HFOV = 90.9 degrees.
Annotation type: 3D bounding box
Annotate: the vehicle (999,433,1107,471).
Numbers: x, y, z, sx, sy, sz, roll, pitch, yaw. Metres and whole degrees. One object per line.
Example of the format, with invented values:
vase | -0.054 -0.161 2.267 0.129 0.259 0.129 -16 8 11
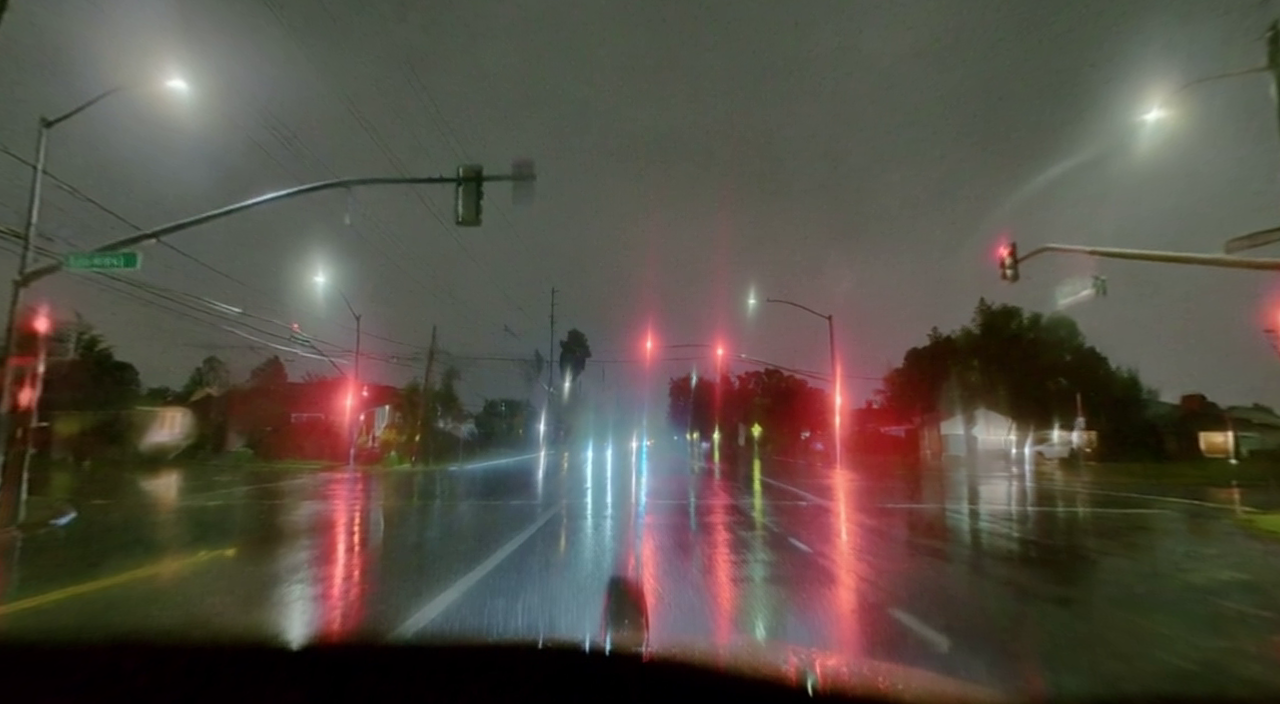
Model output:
vehicle | 22.885 5.568 35.218 2.030 1.927 4.853 2 -9 -14
